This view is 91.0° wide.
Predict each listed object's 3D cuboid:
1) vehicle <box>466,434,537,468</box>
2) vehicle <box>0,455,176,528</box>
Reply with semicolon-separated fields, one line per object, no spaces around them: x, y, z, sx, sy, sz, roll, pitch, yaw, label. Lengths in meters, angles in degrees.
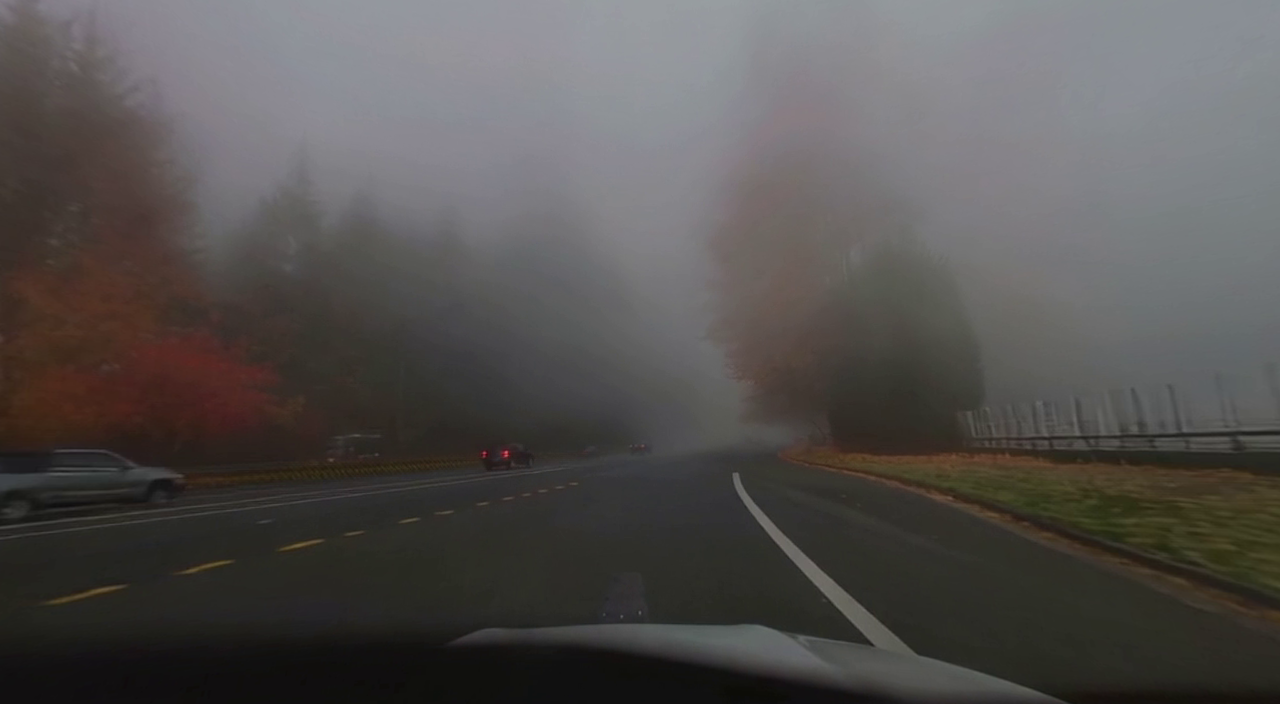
-8.752;6.294;40.338;2.368;2.012;5.021;-2;-9;14;vehicle
-14.418;3.356;15.689;1.986;1.500;4.198;-2;-9;14;vehicle
